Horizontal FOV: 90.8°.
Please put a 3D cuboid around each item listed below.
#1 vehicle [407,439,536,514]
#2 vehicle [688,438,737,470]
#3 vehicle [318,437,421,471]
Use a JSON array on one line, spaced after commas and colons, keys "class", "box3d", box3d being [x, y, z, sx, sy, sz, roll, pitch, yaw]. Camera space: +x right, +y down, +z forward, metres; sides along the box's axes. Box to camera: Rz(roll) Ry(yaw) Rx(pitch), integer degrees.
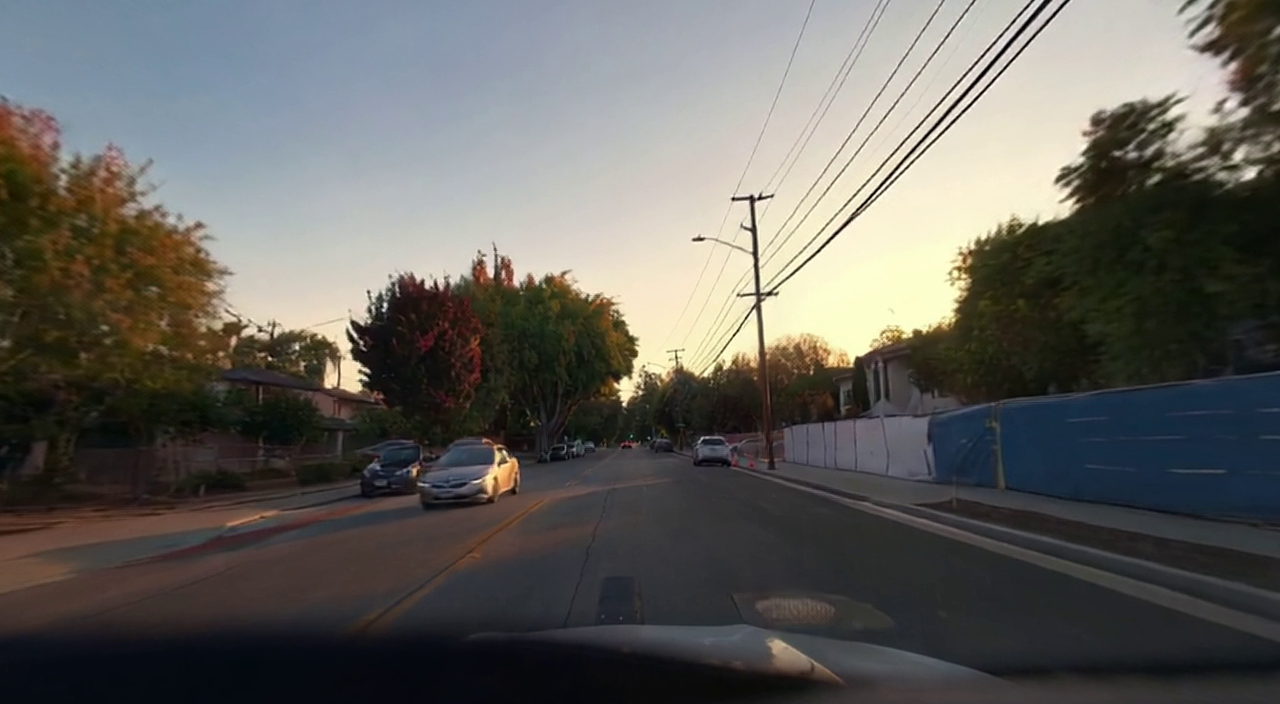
[{"class": "vehicle", "box3d": [-4.064, 3.046, 16.076, 2.068, 1.543, 4.523, -2, -8, 0]}, {"class": "vehicle", "box3d": [3.623, 5.209, 32.411, 1.902, 1.542, 4.099, 0, -8, -2]}, {"class": "vehicle", "box3d": [-15.107, 5.729, 35.480, 4.833, 1.831, 2.066, 0, -9, 0]}]
